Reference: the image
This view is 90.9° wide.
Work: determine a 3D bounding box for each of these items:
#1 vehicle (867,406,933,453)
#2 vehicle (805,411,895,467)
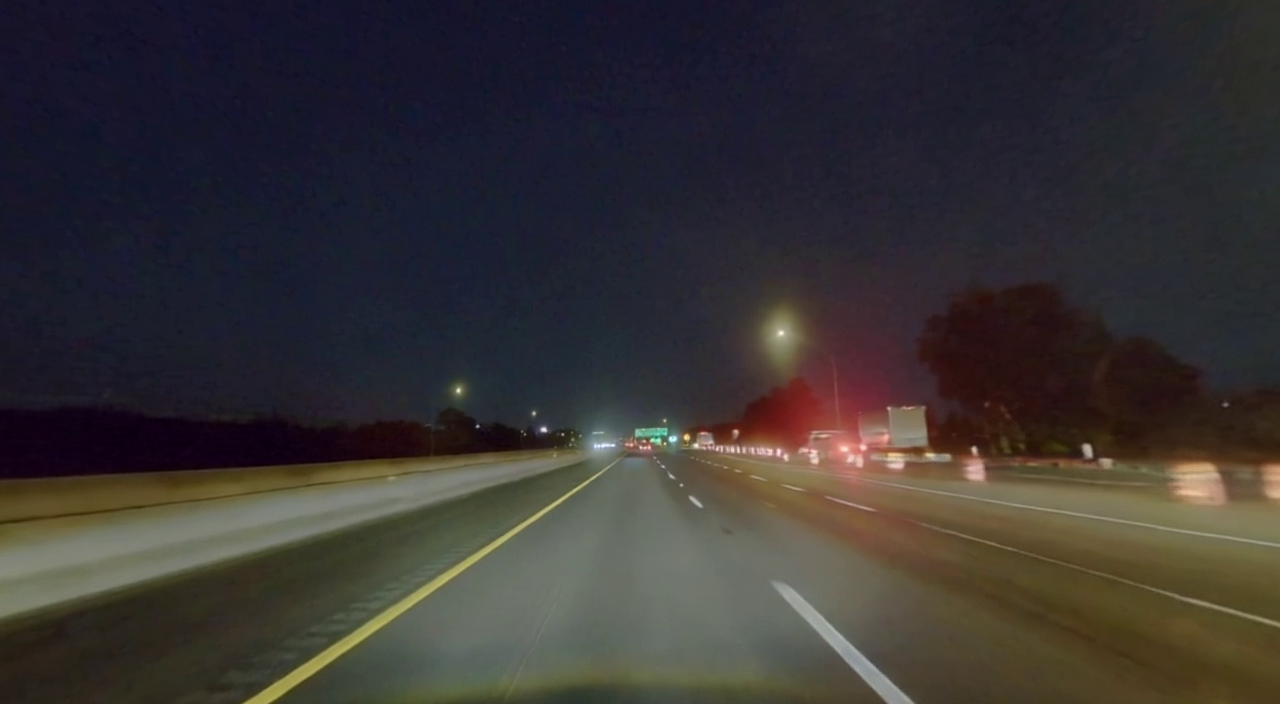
[{"bbox_3d":[16.995,5.136,41.484,1.924,2.767,4.707,-3,-8,-3],"label":"vehicle"},{"bbox_3d":[13.250,5.640,40.629,2.905,3.106,7.417,-3,-8,-2],"label":"vehicle"}]
